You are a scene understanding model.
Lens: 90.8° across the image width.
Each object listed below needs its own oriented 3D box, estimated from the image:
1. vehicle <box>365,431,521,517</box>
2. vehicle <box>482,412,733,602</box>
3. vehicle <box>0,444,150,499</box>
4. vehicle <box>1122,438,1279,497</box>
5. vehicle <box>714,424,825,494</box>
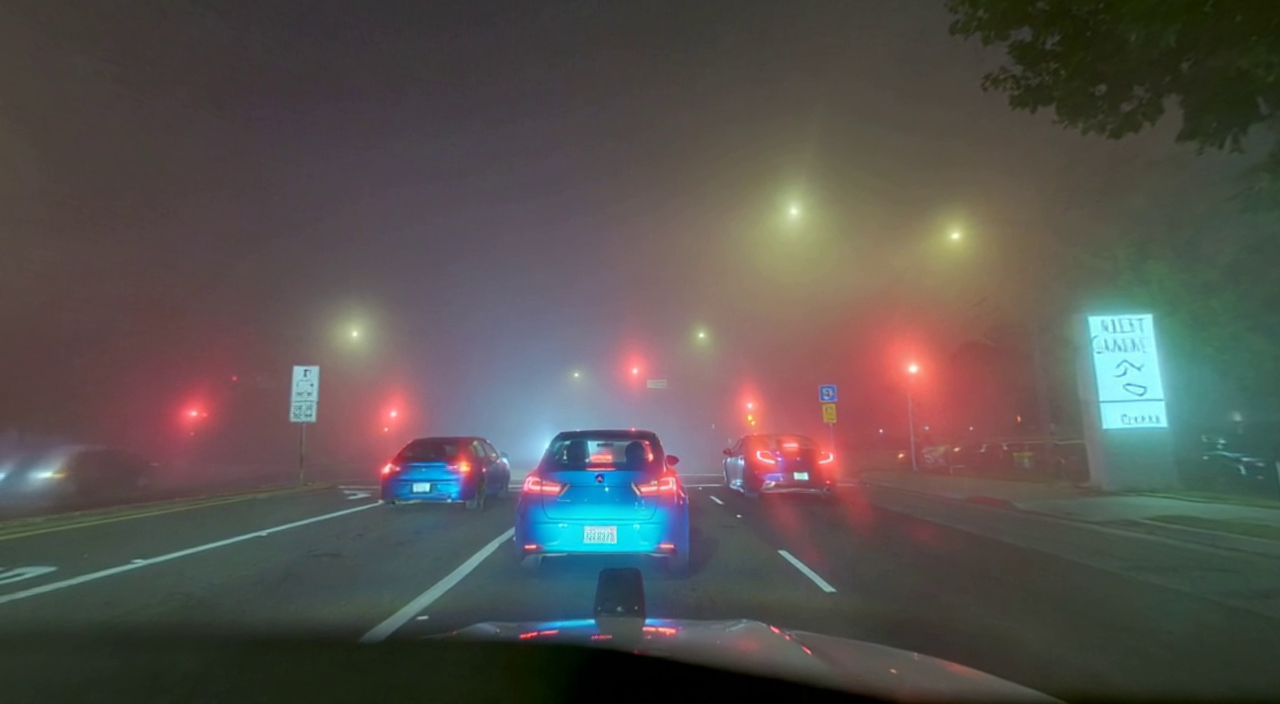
[{"bbox_3d":[-3.745,2.380,12.798,1.998,1.452,3.773,0,-8,-1],"label":"vehicle"},{"bbox_3d":[-0.361,1.577,7.338,2.045,1.533,4.183,0,-8,-3],"label":"vehicle"},{"bbox_3d":[-20.111,4.133,22.273,1.982,1.712,4.511,0,-8,0],"label":"vehicle"},{"bbox_3d":[15.184,2.942,16.325,3.951,1.418,1.842,0,-8,-2],"label":"vehicle"},{"bbox_3d":[3.426,2.922,17.569,2.028,1.678,4.220,0,-8,-2],"label":"vehicle"}]
